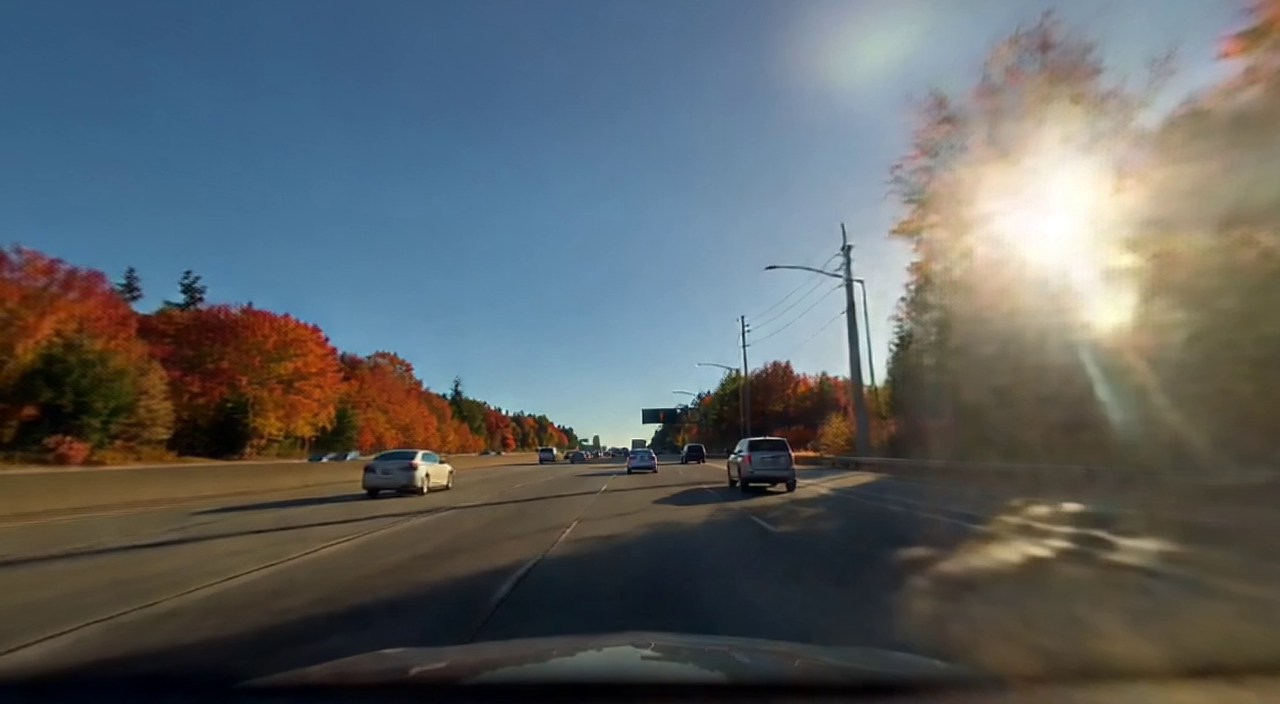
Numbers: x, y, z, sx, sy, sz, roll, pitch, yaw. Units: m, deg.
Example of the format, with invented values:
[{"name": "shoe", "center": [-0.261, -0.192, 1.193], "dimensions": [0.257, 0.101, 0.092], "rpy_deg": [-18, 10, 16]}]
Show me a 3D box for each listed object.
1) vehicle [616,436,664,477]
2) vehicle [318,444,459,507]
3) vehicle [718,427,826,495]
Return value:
[{"name": "vehicle", "center": [0.030, 5.512, 33.333], "dimensions": [2.372, 1.957, 5.121], "rpy_deg": [0, -9, 1]}, {"name": "vehicle", "center": [-6.837, 3.376, 17.749], "dimensions": [2.014, 1.526, 4.577], "rpy_deg": [0, -9, 1]}, {"name": "vehicle", "center": [4.262, 3.660, 21.474], "dimensions": [2.388, 1.998, 5.749], "rpy_deg": [0, -9, 0]}]
